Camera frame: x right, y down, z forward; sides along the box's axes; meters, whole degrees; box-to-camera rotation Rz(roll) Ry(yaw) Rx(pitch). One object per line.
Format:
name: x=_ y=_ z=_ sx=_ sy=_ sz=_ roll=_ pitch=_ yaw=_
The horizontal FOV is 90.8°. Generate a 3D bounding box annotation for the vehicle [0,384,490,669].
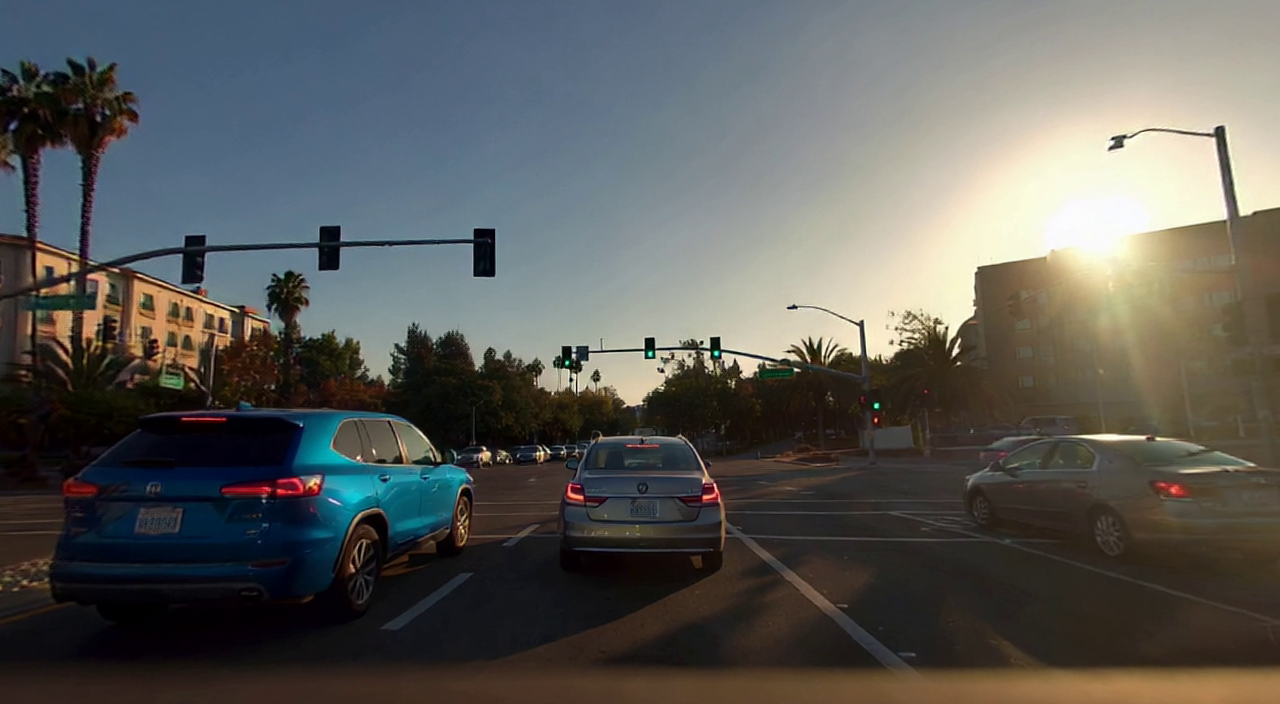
vehicle: x=-3.099 y=1.367 z=6.083 sx=2.051 sy=1.682 sz=4.467 roll=0 pitch=-8 yaw=2

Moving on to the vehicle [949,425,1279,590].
vehicle: x=6.097 y=1.759 z=8.095 sx=1.970 sy=1.489 sz=4.482 roll=0 pitch=-8 yaw=-1

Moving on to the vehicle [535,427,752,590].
vehicle: x=0.001 y=1.701 z=7.731 sx=1.942 sy=1.445 sz=3.973 roll=0 pitch=-8 yaw=-1

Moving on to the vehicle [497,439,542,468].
vehicle: x=-7.934 y=6.702 z=42.019 sx=2.130 sy=1.810 sz=4.450 roll=-2 pitch=-8 yaw=1
